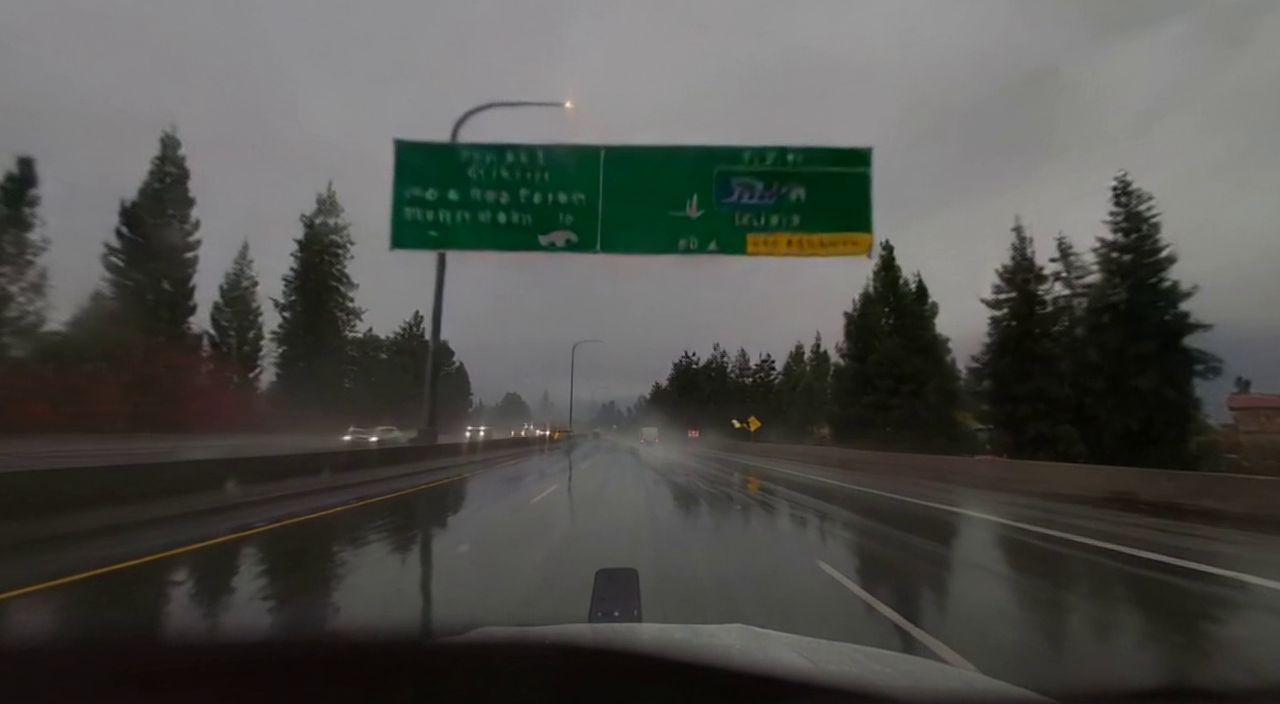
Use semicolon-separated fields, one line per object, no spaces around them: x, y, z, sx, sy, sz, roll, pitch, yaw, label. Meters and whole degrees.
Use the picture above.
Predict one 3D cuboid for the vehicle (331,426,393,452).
-16.734;5.280;38.180;1.925;1.439;4.123;0;-8;-1;vehicle
